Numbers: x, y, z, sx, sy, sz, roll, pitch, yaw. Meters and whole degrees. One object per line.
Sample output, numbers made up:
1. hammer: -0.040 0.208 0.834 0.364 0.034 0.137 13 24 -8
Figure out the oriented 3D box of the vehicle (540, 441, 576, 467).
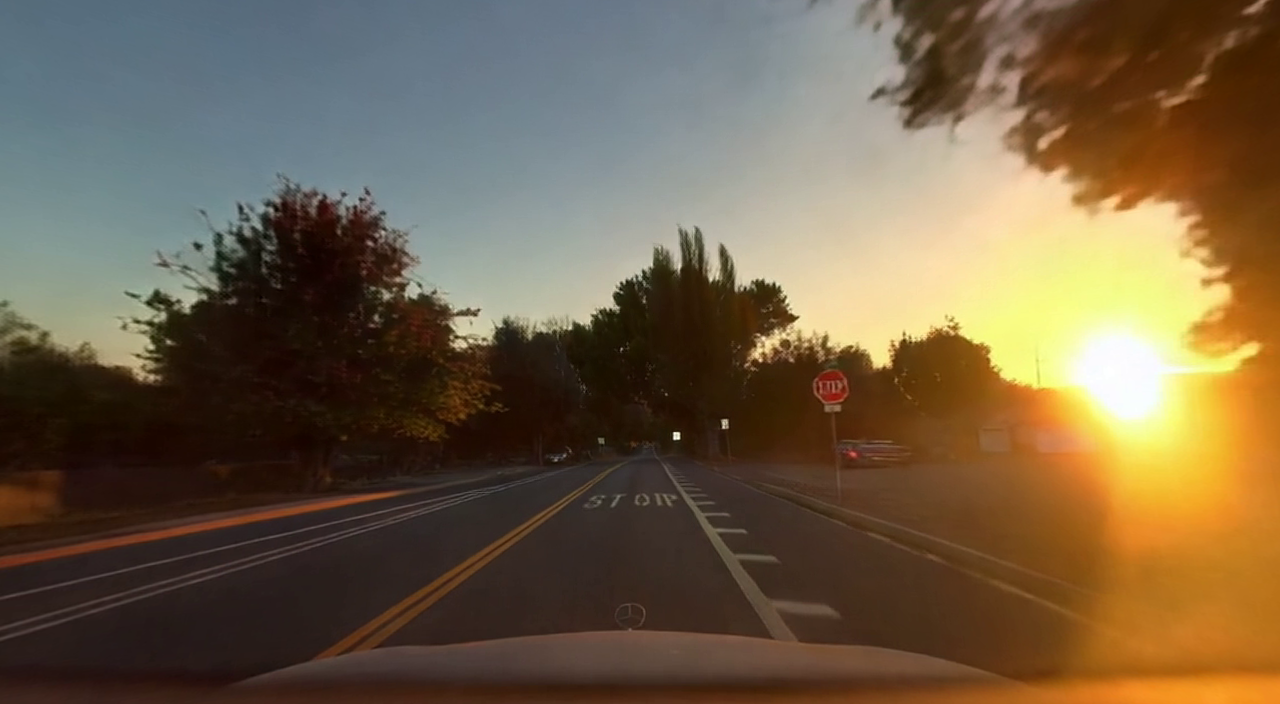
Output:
1. vehicle: -6.026 7.581 46.592 1.992 1.797 4.372 -1 -10 1
